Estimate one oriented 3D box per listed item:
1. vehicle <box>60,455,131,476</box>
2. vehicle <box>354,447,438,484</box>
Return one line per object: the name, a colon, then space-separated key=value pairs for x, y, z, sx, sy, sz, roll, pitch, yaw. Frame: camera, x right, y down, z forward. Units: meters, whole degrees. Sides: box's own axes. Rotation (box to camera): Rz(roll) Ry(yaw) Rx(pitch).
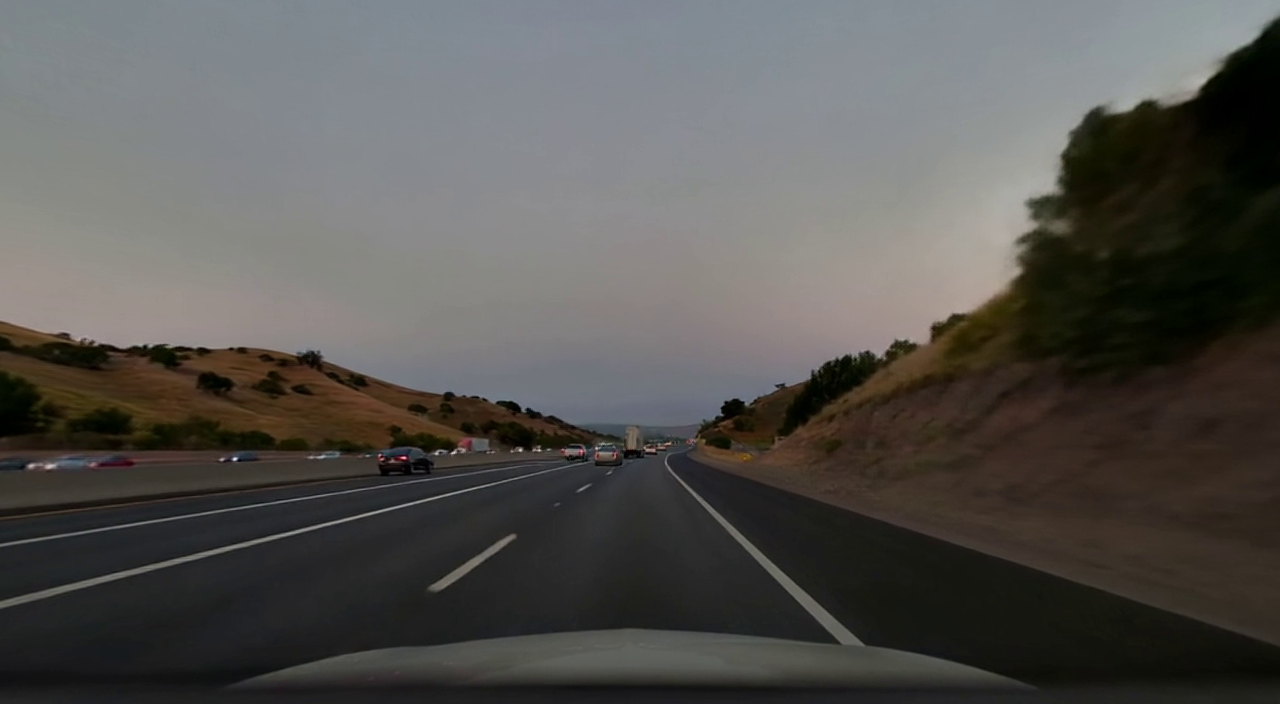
vehicle: x=-41.825 y=8.694 z=48.540 sx=1.707 sy=1.443 sz=4.149 roll=-1 pitch=-8 yaw=1
vehicle: x=-10.899 y=5.079 z=28.555 sx=1.927 sy=1.454 sz=4.395 roll=-1 pitch=-8 yaw=2
